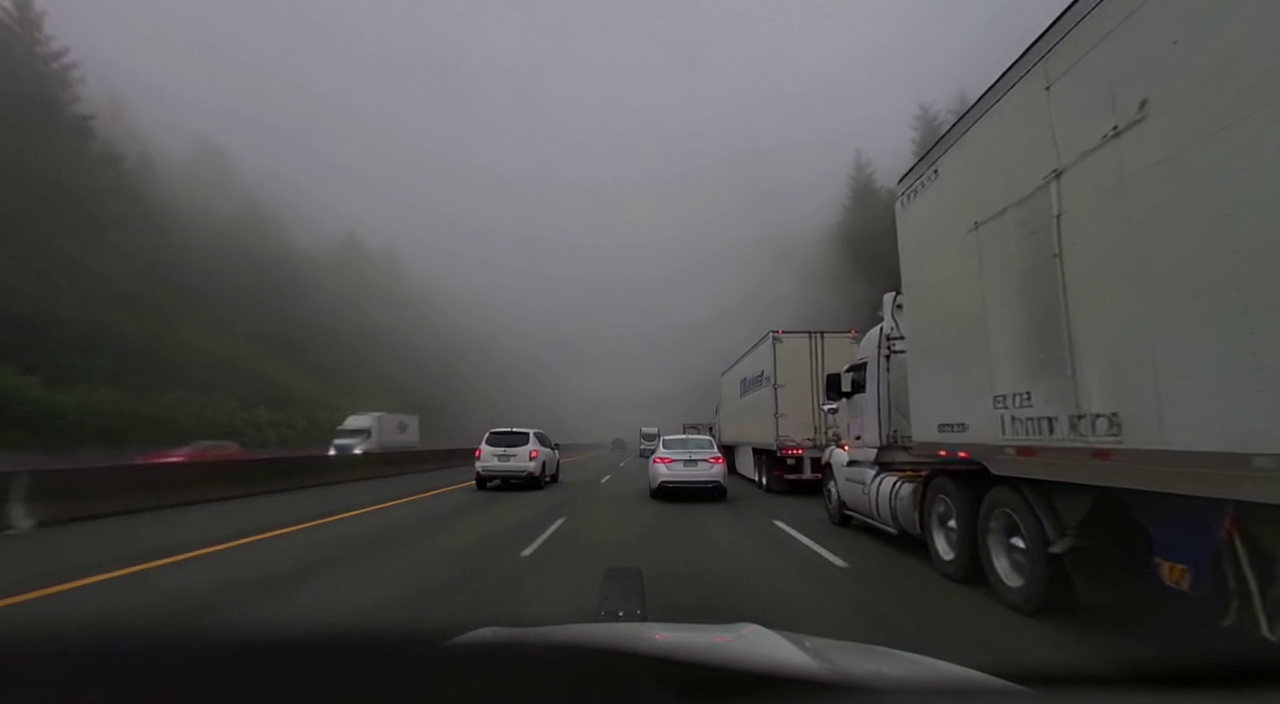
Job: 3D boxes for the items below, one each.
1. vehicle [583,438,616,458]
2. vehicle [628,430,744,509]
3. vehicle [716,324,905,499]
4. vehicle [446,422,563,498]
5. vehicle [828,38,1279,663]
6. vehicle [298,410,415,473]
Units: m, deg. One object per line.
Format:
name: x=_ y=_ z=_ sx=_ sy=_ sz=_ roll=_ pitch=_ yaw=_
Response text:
vehicle: x=-3.102 y=7.505 z=49.478 sx=2.181 sy=1.538 sz=4.169 roll=0 pitch=-8 yaw=2
vehicle: x=0.870 y=2.515 z=14.123 sx=2.200 sy=1.495 sz=4.282 roll=0 pitch=-8 yaw=0
vehicle: x=4.824 y=2.308 z=21.920 sx=2.883 sy=4.070 sz=14.423 roll=0 pitch=-8 yaw=1
vehicle: x=-3.380 y=2.783 z=16.736 sx=2.006 sy=1.729 sz=4.447 roll=0 pitch=-8 yaw=2
vehicle: x=4.512 y=0.261 z=6.974 sx=2.981 sy=3.988 sz=6.053 roll=0 pitch=-8 yaw=1
vehicle: x=-14.443 y=4.638 z=32.859 sx=2.621 sy=2.896 sz=7.092 roll=0 pitch=-8 yaw=2
